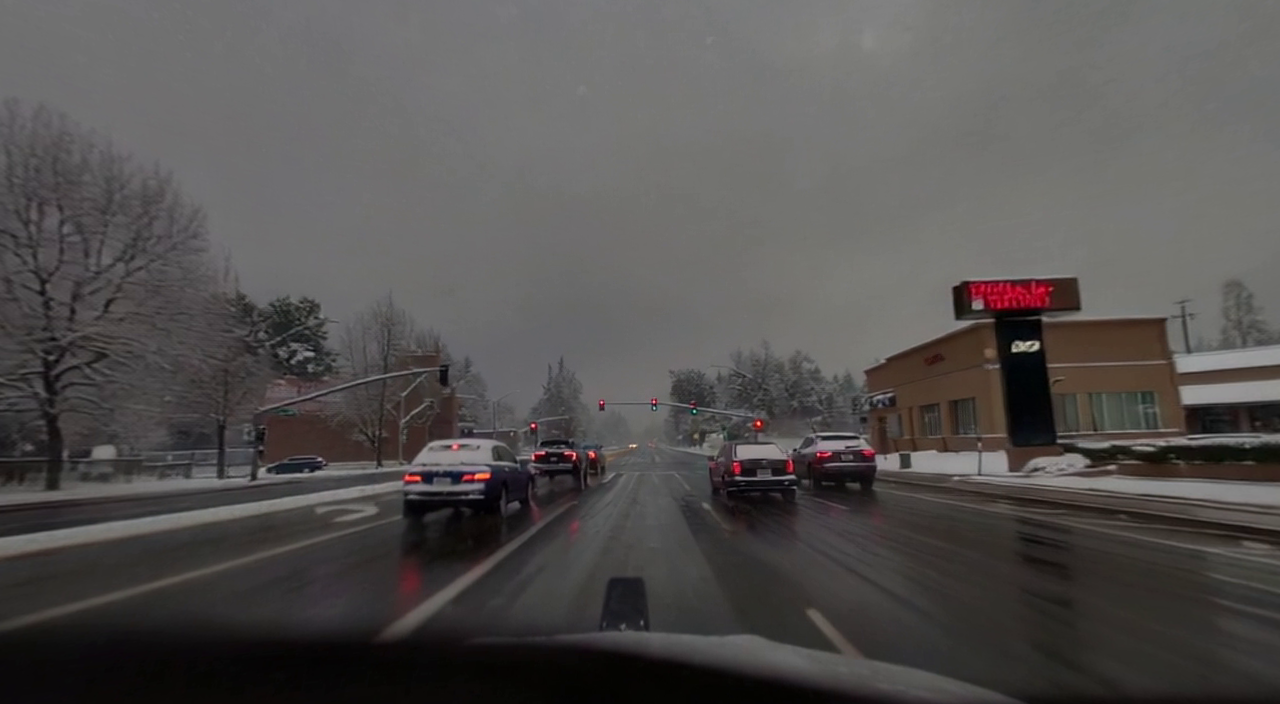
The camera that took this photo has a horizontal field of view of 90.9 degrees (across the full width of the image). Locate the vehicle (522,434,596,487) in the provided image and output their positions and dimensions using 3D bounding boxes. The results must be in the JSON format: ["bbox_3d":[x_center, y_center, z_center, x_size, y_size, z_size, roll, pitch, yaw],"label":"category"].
[{"bbox_3d":[-3.043,4.200,24.716,2.187,1.825,4.621,0,-9,1],"label":"vehicle"}]

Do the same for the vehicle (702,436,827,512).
[{"bbox_3d":[2.738,2.796,14.930,2.004,1.512,4.206,0,-9,-1],"label":"vehicle"}]

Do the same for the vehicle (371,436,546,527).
[{"bbox_3d":[-3.388,2.517,12.889,2.087,1.494,4.626,0,-9,1],"label":"vehicle"}]

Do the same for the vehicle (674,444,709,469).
[{"bbox_3d":[3.486,7.183,43.473,2.030,1.628,4.080,0,-9,0],"label":"vehicle"}]

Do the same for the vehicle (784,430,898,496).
[{"bbox_3d":[5.903,3.316,19.148,1.979,1.738,4.418,0,-9,0],"label":"vehicle"}]
